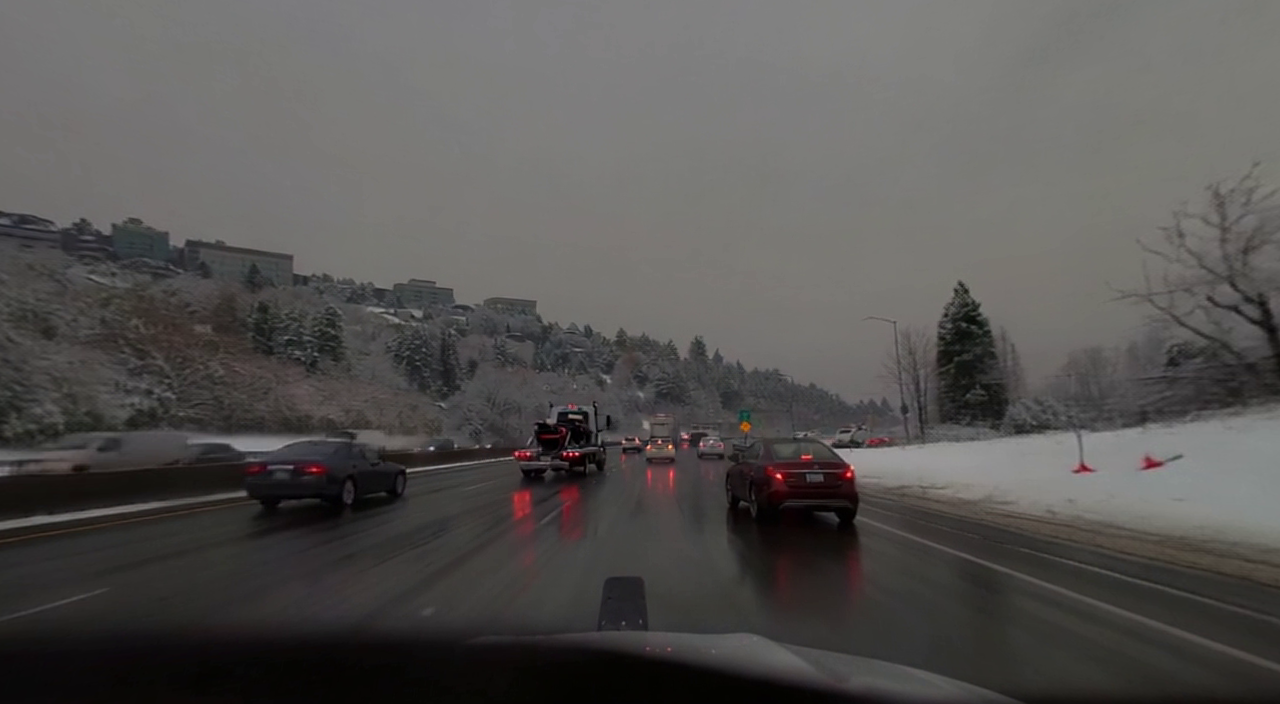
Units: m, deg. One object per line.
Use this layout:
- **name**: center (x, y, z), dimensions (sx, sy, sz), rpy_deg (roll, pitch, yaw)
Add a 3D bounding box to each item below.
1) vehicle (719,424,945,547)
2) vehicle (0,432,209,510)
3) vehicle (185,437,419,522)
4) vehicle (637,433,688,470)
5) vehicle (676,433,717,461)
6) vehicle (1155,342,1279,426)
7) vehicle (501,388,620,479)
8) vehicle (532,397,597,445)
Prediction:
- **vehicle**: center (2.636, 1.951, 9.934), dimensions (2.040, 1.481, 4.260), rpy_deg (0, -8, -3)
- **vehicle**: center (-12.638, 2.652, 14.600), dimensions (2.123, 1.511, 4.343), rpy_deg (0, -8, 3)
- **vehicle**: center (-6.519, 2.494, 13.031), dimensions (1.964, 1.395, 4.948), rpy_deg (0, -8, 2)
- **vehicle**: center (0.984, 4.379, 27.801), dimensions (2.079, 1.499, 3.915), rpy_deg (0, -8, 2)
- **vehicle**: center (3.413, 5.847, 39.023), dimensions (2.075, 1.614, 4.682), rpy_deg (0, -8, -1)
- **vehicle**: center (13.991, 0.725, 13.580), dimensions (1.979, 1.616, 4.268), rpy_deg (1, -8, -4)
- **vehicle**: center (-2.765, 3.414, 25.885), dimensions (3.162, 2.955, 10.282), rpy_deg (0, -8, 2)
- **vehicle**: center (-2.831, 2.789, 24.710), dimensions (1.893, 1.674, 4.766), rpy_deg (0, -8, 1)
